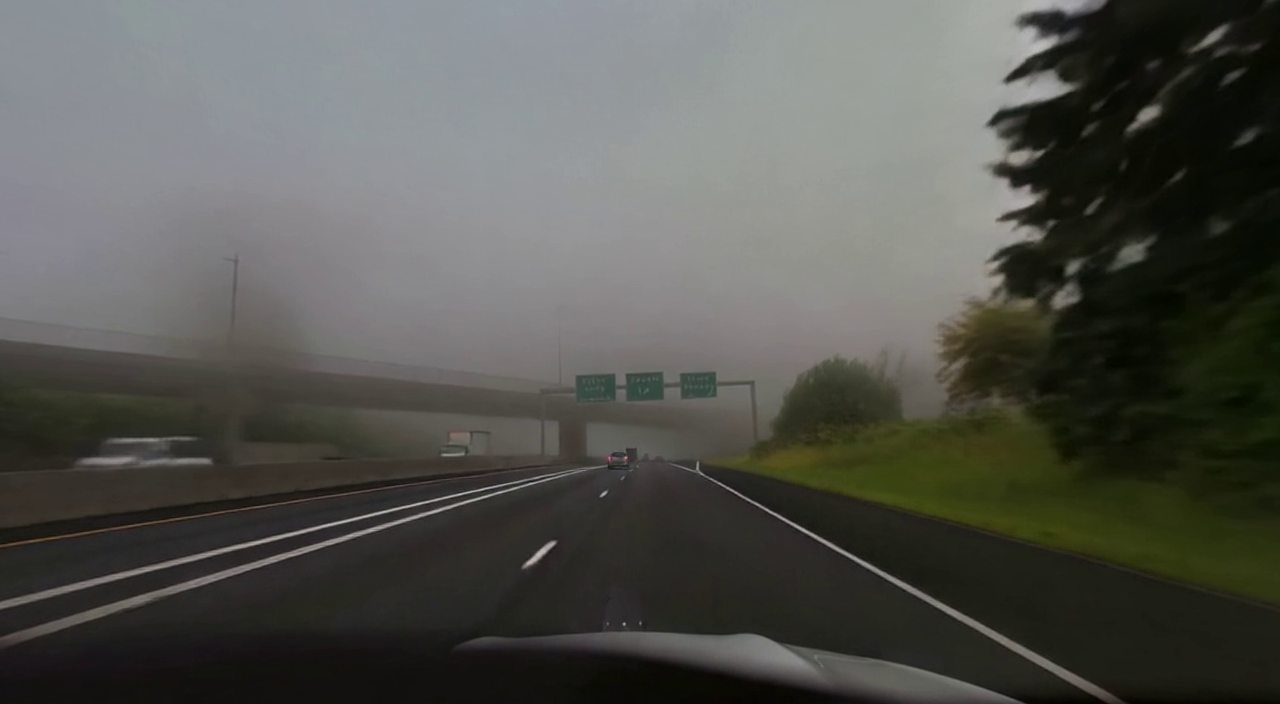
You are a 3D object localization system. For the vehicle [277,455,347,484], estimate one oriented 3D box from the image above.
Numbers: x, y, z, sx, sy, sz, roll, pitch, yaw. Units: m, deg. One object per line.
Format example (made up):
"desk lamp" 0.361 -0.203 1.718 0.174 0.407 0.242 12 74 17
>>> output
"vehicle" -18.232 6.534 35.225 1.756 1.438 3.866 0 -9 1
